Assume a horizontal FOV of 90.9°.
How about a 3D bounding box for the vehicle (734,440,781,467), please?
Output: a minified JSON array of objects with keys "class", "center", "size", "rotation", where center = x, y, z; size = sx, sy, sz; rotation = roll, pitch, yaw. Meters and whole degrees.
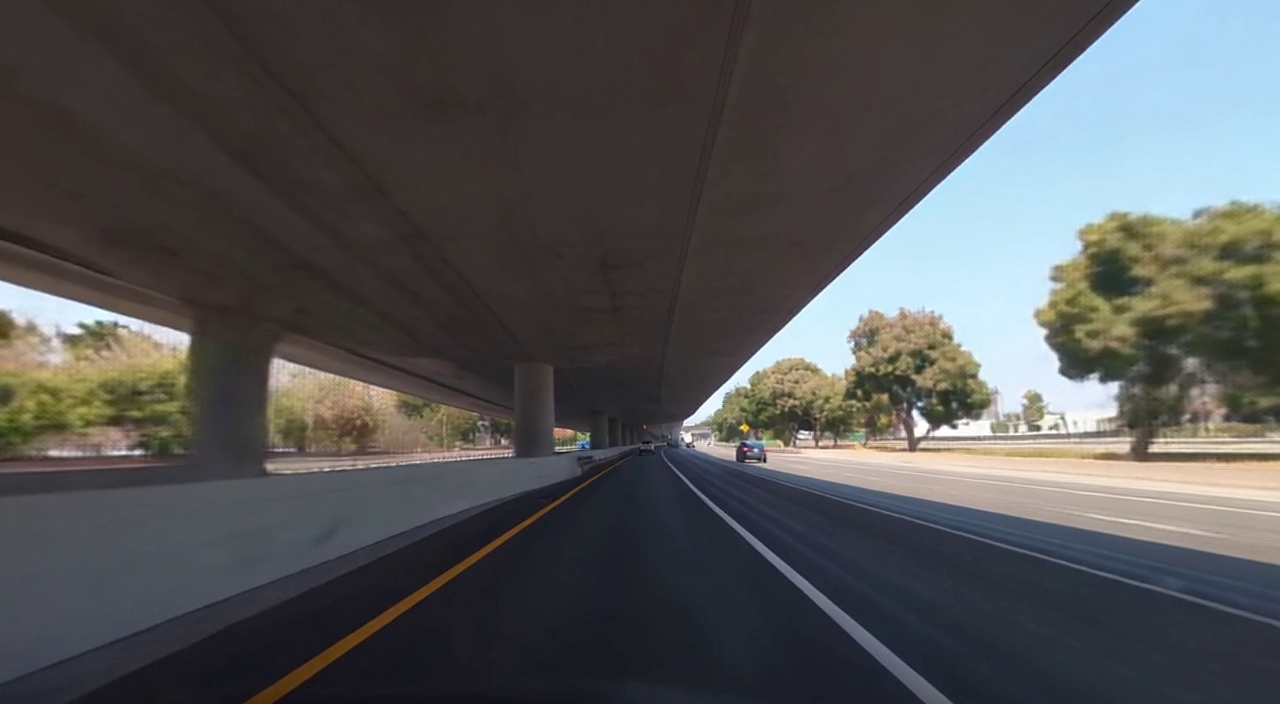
[{"class":"vehicle","center":[7.029,6.102,38.134],"size":[2.025,1.484,4.208],"rotation":[0,-8,-1]}]
